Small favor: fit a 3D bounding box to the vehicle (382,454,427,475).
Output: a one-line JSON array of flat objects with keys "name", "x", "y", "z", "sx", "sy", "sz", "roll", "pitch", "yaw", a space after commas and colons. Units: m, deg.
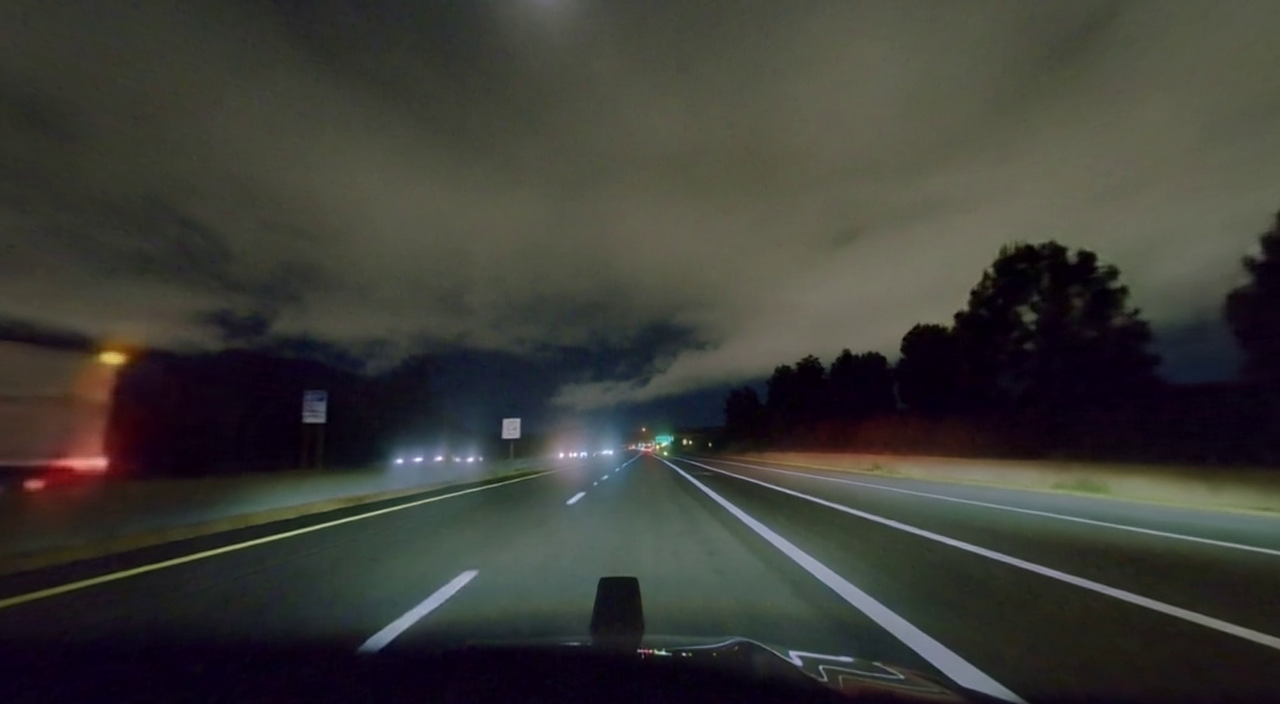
[{"name": "vehicle", "x": -16.494, "y": 7.882, "z": 44.258, "sx": 1.700, "sy": 1.407, "sz": 3.634, "roll": 0, "pitch": -9, "yaw": 0}]
